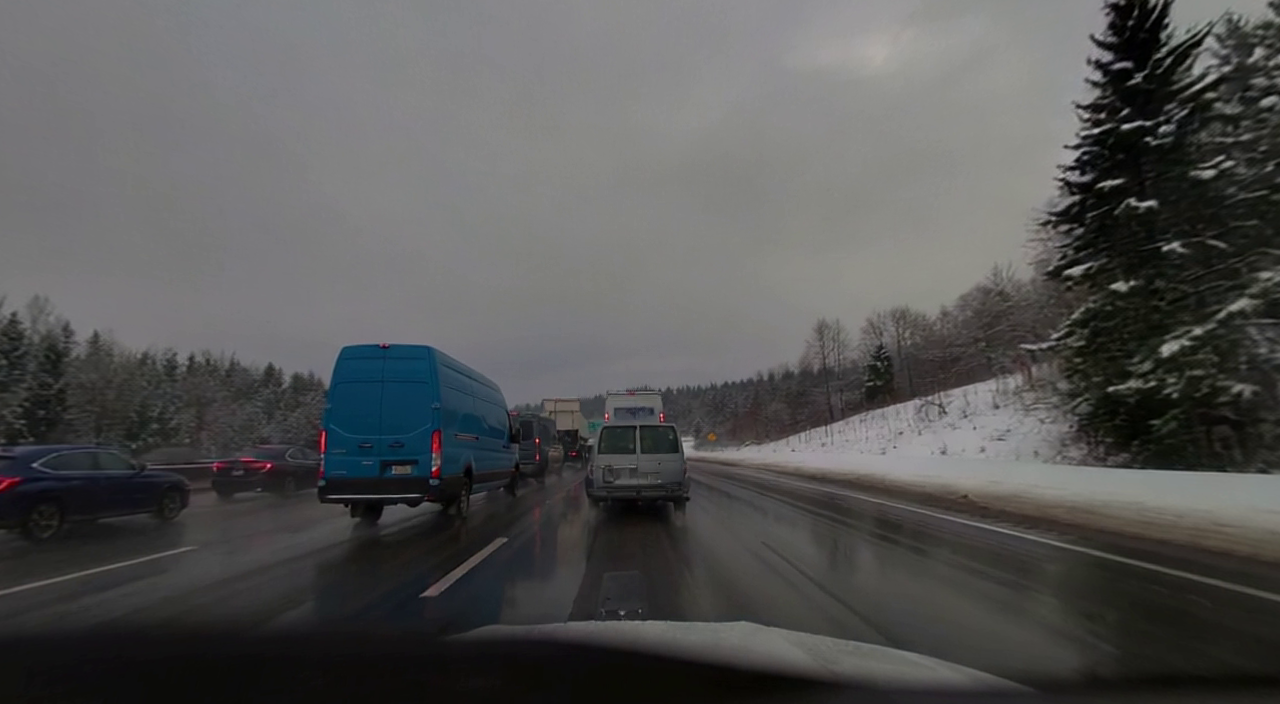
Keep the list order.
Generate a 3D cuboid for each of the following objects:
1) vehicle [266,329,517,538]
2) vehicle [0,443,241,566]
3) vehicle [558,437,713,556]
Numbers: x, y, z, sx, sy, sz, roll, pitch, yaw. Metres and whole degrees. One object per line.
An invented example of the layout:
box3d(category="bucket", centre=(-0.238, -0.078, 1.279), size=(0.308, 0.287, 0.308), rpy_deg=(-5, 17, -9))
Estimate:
box3d(category="vehicle", centre=(-4.069, 1.610, 12.120), size=(2.254, 2.879, 6.656), rpy_deg=(0, -9, -2))
box3d(category="vehicle", centre=(-8.832, 2.251, 10.123), size=(1.899, 1.503, 4.466), rpy_deg=(-1, -9, 1))
box3d(category="vehicle", centre=(-0.091, 2.127, 9.862), size=(1.995, 1.495, 3.380), rpy_deg=(0, -9, -1))
